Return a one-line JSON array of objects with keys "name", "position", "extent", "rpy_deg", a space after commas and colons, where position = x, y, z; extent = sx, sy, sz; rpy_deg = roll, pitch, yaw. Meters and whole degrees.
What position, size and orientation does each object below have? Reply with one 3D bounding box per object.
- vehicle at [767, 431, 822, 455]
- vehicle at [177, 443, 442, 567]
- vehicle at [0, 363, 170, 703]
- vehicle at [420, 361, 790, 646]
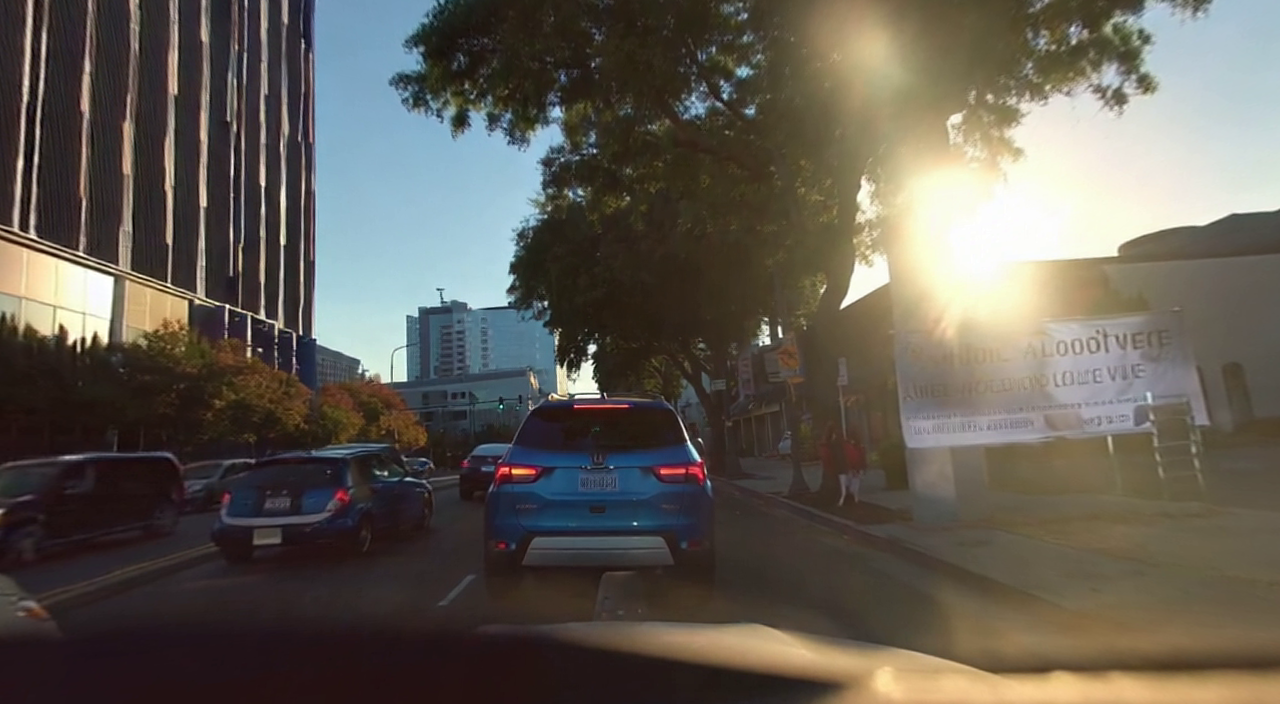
[{"name": "vehicle", "position": [10.217, 6.030, 41.635], "extent": [1.877, 1.416, 3.965], "rpy_deg": [-8, -12, 39]}, {"name": "vehicle", "position": [-4.656, 2.158, 9.843], "extent": [1.876, 1.448, 4.464], "rpy_deg": [0, -8, -2]}, {"name": "vehicle", "position": [-3.188, 0.660, 0.727], "extent": [1.971, 1.658, 4.428], "rpy_deg": [0, -8, -2]}, {"name": "vehicle", "position": [-0.369, 1.343, 6.624], "extent": [2.531, 1.930, 4.382], "rpy_deg": [0, -8, -4]}]
